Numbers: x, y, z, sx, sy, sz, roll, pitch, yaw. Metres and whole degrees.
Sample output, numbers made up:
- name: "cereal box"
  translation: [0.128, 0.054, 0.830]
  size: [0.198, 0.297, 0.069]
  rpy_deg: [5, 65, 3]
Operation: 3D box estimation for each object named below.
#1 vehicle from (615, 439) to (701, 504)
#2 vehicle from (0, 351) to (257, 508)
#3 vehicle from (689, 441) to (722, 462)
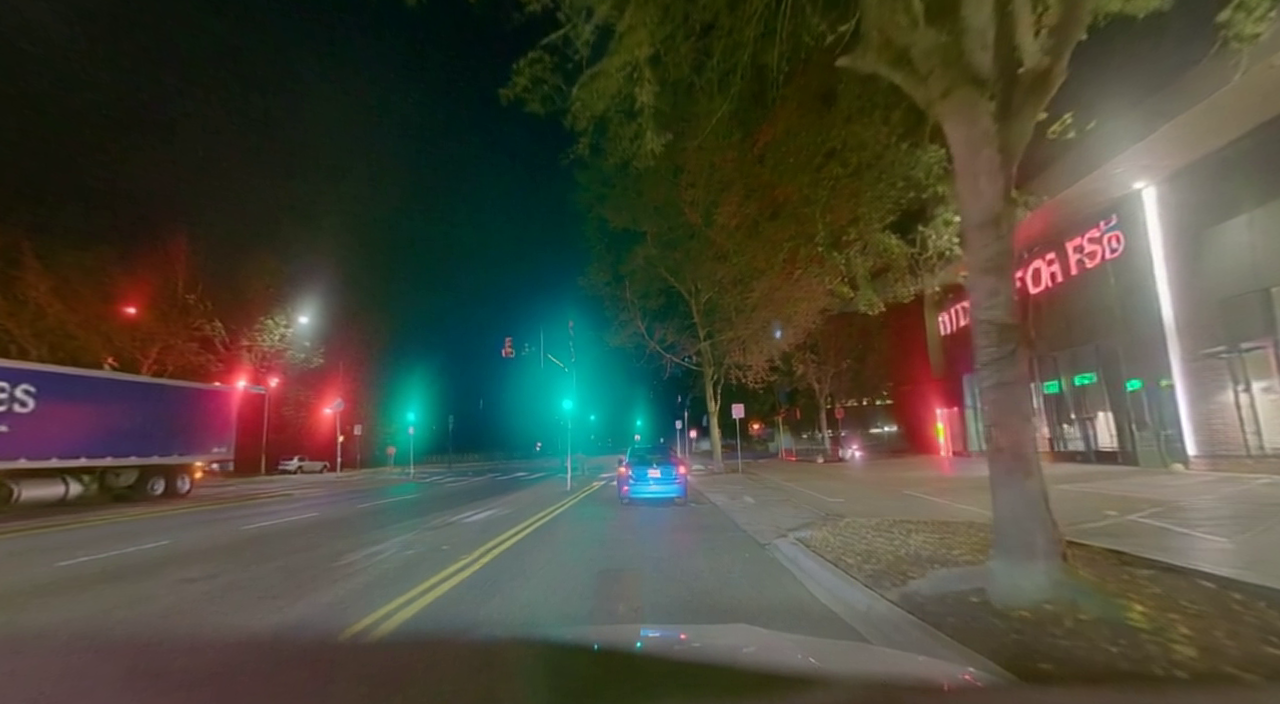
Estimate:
- name: "vehicle"
  translation: [0.501, 3.064, 16.626]
  size: [2.006, 1.470, 3.799]
  rpy_deg: [-1, -8, 3]
- name: "vehicle"
  translation: [-17.433, 2.224, 17.926]
  size: [2.792, 4.025, 11.784]
  rpy_deg: [-3, -9, 20]
- name: "vehicle"
  translation: [4.906, 7.329, 46.689]
  size: [2.012, 1.468, 4.169]
  rpy_deg: [-2, -9, 11]
